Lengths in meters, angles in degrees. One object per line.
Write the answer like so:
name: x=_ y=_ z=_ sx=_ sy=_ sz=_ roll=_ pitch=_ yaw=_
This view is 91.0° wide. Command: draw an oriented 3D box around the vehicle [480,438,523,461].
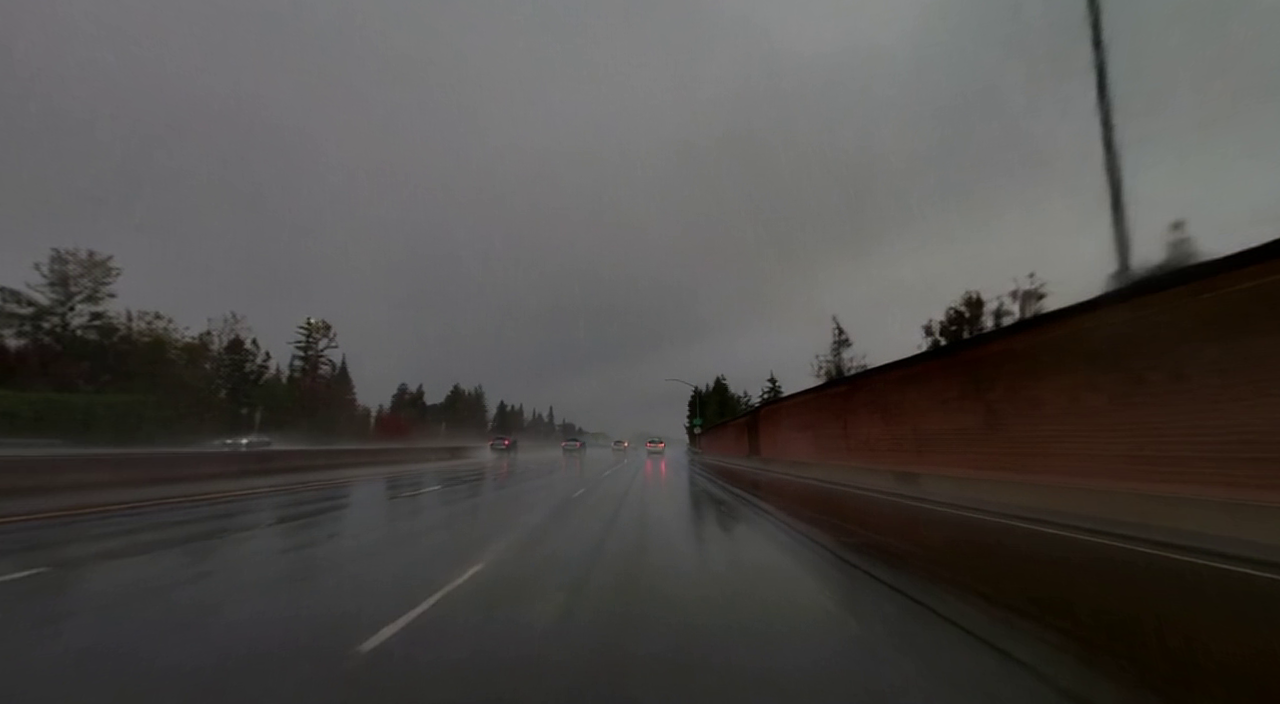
vehicle: x=-10.366 y=7.341 z=47.496 sx=2.025 sy=1.618 sz=4.683 roll=0 pitch=-9 yaw=2
